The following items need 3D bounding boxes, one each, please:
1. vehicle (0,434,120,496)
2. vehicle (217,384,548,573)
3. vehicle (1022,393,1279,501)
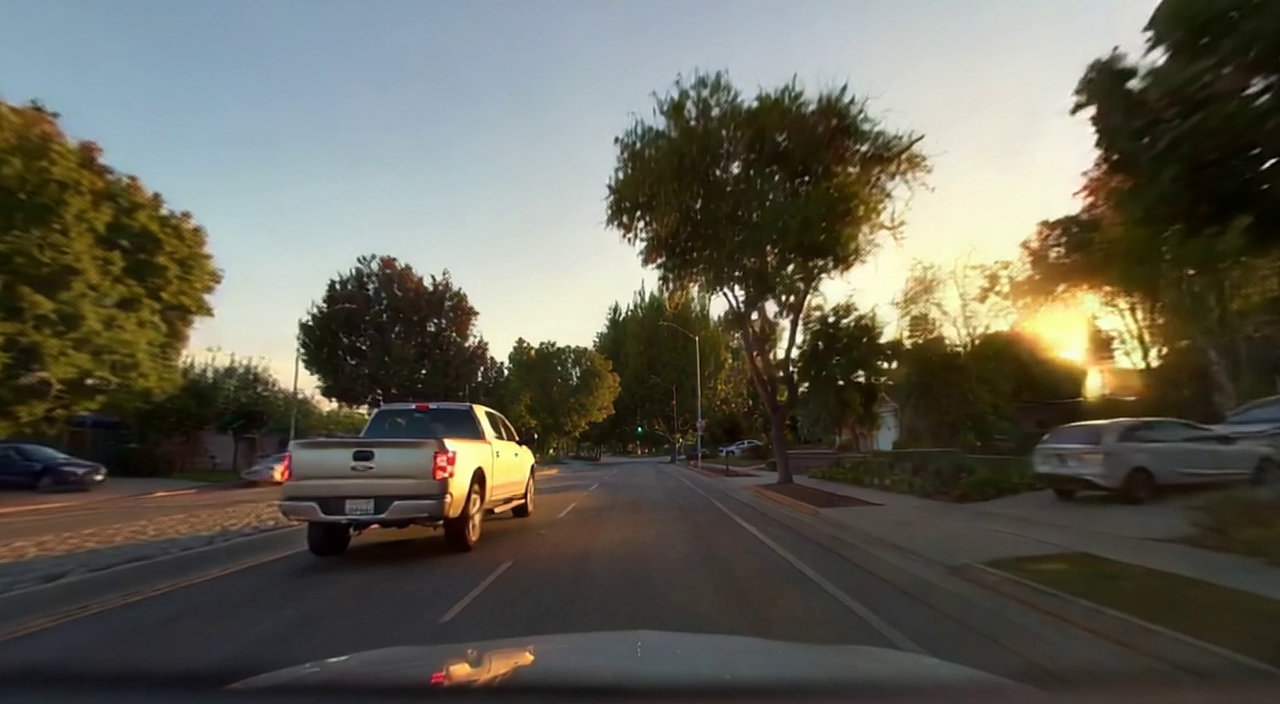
[{"bbox_3d":[-20.755,3.819,21.015,5.096,1.810,2.071,-3,-9,1],"label":"vehicle"},{"bbox_3d":[-3.172,1.780,9.713,2.508,2.001,5.880,0,-9,1],"label":"vehicle"},{"bbox_3d":[9.651,1.597,10.946,4.696,1.555,2.009,-2,-9,-2],"label":"vehicle"}]
